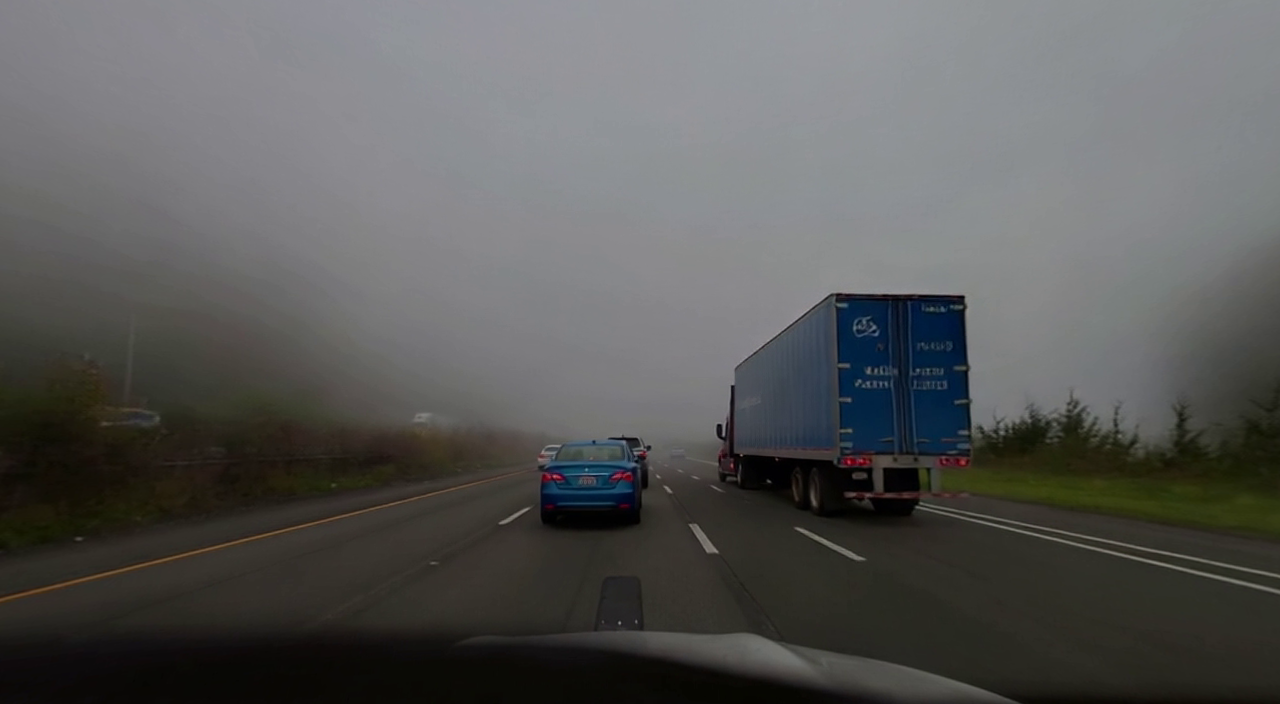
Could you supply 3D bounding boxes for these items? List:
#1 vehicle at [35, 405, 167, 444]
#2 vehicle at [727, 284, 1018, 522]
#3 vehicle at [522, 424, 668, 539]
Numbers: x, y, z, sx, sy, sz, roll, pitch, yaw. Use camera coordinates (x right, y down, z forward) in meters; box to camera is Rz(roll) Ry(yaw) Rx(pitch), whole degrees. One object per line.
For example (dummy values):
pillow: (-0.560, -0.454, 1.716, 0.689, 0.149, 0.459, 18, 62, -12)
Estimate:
vehicle: (-22.601, 3.141, 26.628, 1.896, 1.456, 4.407, 0, -9, -4)
vehicle: (4.874, 1.886, 17.712, 2.825, 4.043, 14.051, 0, -9, 0)
vehicle: (-0.647, 2.113, 10.755, 2.038, 1.582, 3.729, 0, -9, 0)
